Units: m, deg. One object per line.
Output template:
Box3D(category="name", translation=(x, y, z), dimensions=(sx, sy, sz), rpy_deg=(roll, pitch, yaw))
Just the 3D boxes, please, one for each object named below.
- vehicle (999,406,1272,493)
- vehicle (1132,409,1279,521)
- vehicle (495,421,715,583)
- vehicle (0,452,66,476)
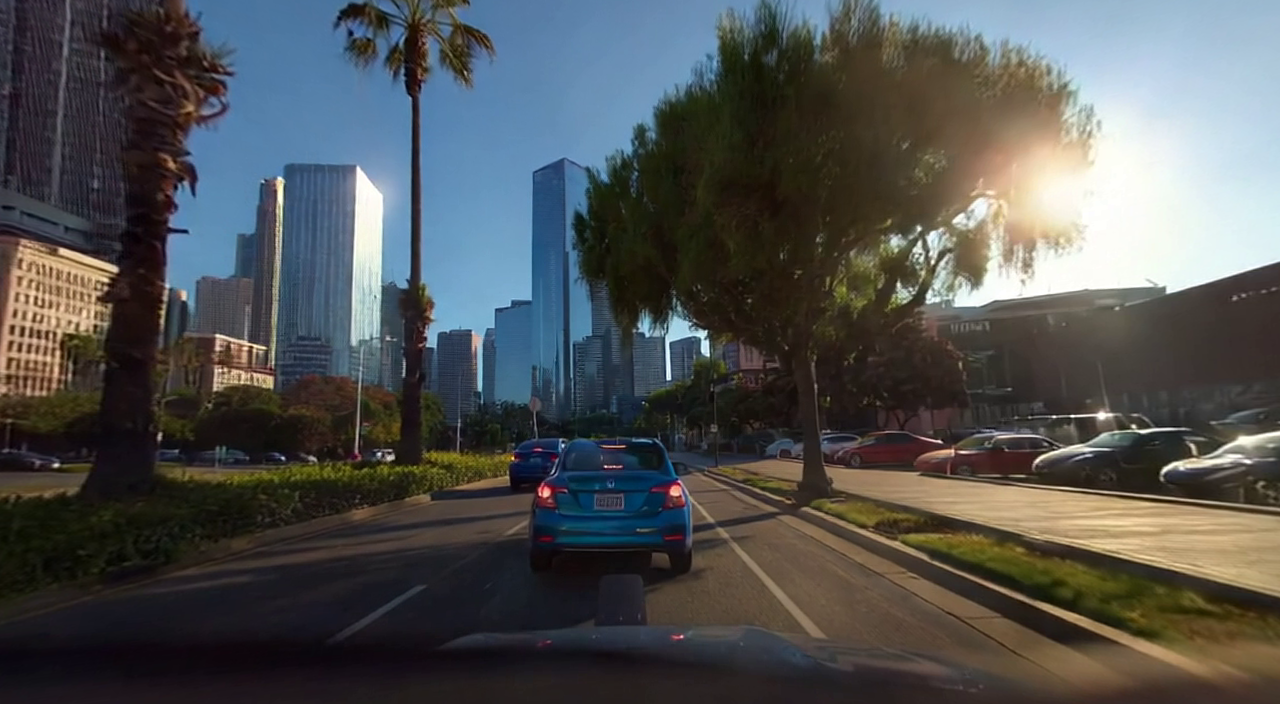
Box3D(category="vehicle", translation=(12.885, 2.583, 16.807), dimensions=(5.187, 1.962, 2.196), rpy_deg=(-3, -9, 3))
Box3D(category="vehicle", translation=(12.632, 1.963, 11.683), dimensions=(5.188, 1.805, 2.228), rpy_deg=(-2, -8, -2))
Box3D(category="vehicle", translation=(-0.307, 1.656, 7.702), dimensions=(2.004, 1.465, 3.713), rpy_deg=(0, -8, 0))
Box3D(category="vehicle", translation=(-41.650, 7.506, 42.372), dimensions=(4.261, 1.507, 1.977), rpy_deg=(0, -8, 0))
